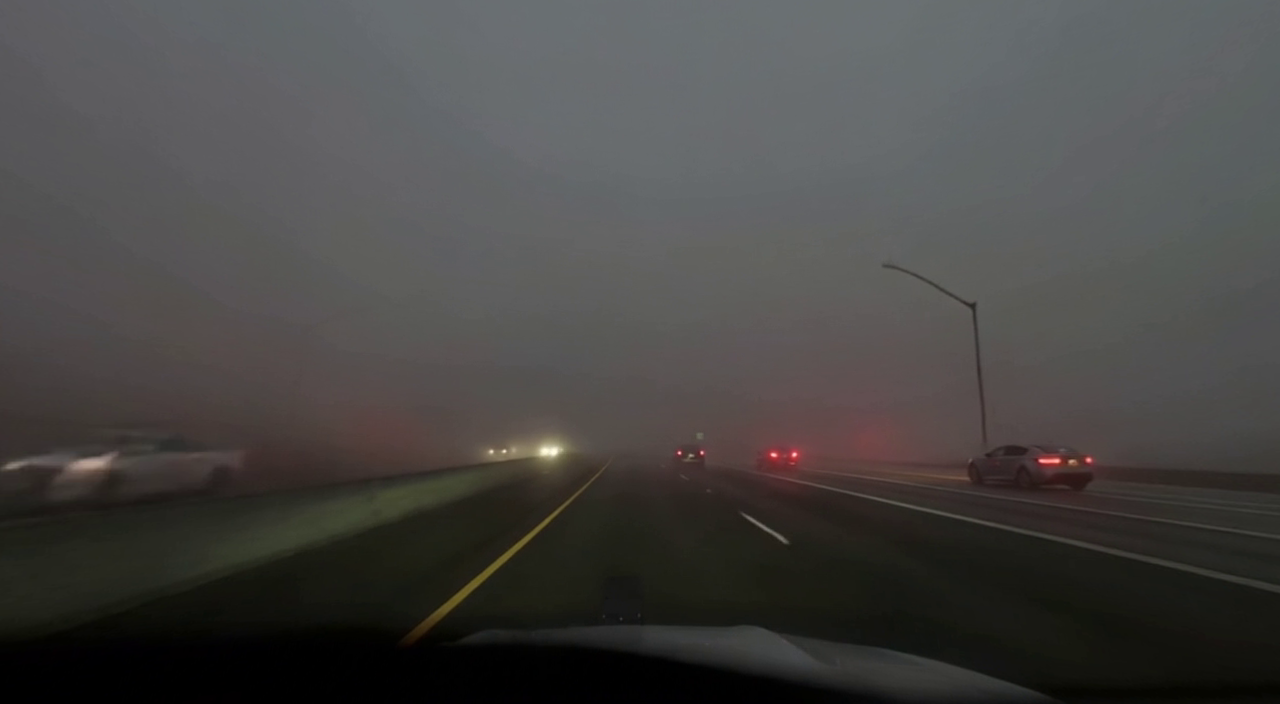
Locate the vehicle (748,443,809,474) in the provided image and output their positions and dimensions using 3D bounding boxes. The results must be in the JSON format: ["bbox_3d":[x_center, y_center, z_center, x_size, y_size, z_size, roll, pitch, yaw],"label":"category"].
[{"bbox_3d":[6.862,5.306,31.766,1.952,1.442,4.259,1,-9,-2],"label":"vehicle"}]

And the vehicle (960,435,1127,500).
[{"bbox_3d":[10.919,3.139,17.523,1.844,1.560,4.085,0,-8,-1],"label":"vehicle"}]

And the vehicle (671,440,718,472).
[{"bbox_3d":[2.841,5.517,33.737,1.977,1.601,4.598,1,-9,-2],"label":"vehicle"}]

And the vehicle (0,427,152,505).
[{"bbox_3d":[-10.503,1.830,10.391,1.866,1.163,3.756,0,-8,2],"label":"vehicle"}]
